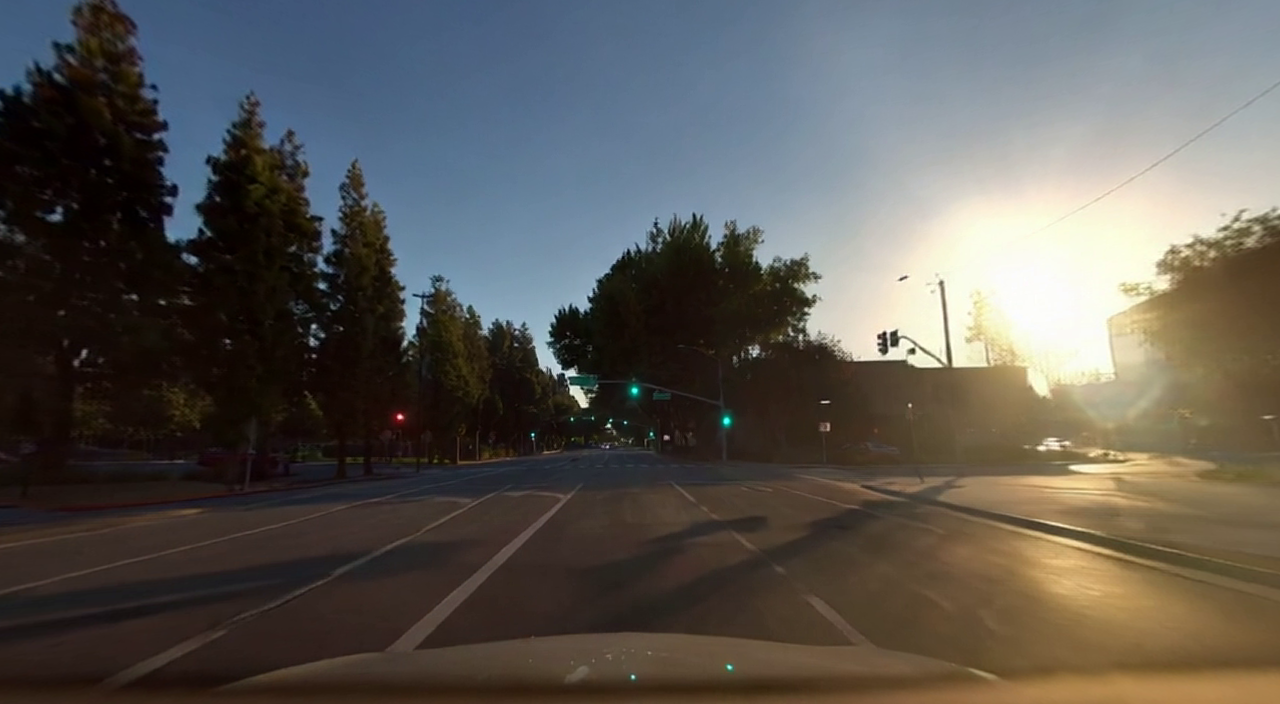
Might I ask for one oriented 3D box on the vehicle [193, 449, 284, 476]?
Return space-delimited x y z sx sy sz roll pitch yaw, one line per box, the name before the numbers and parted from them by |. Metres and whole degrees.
vehicle | -26.675 7.365 42.130 4.577 1.584 2.000 3 -7 -8
